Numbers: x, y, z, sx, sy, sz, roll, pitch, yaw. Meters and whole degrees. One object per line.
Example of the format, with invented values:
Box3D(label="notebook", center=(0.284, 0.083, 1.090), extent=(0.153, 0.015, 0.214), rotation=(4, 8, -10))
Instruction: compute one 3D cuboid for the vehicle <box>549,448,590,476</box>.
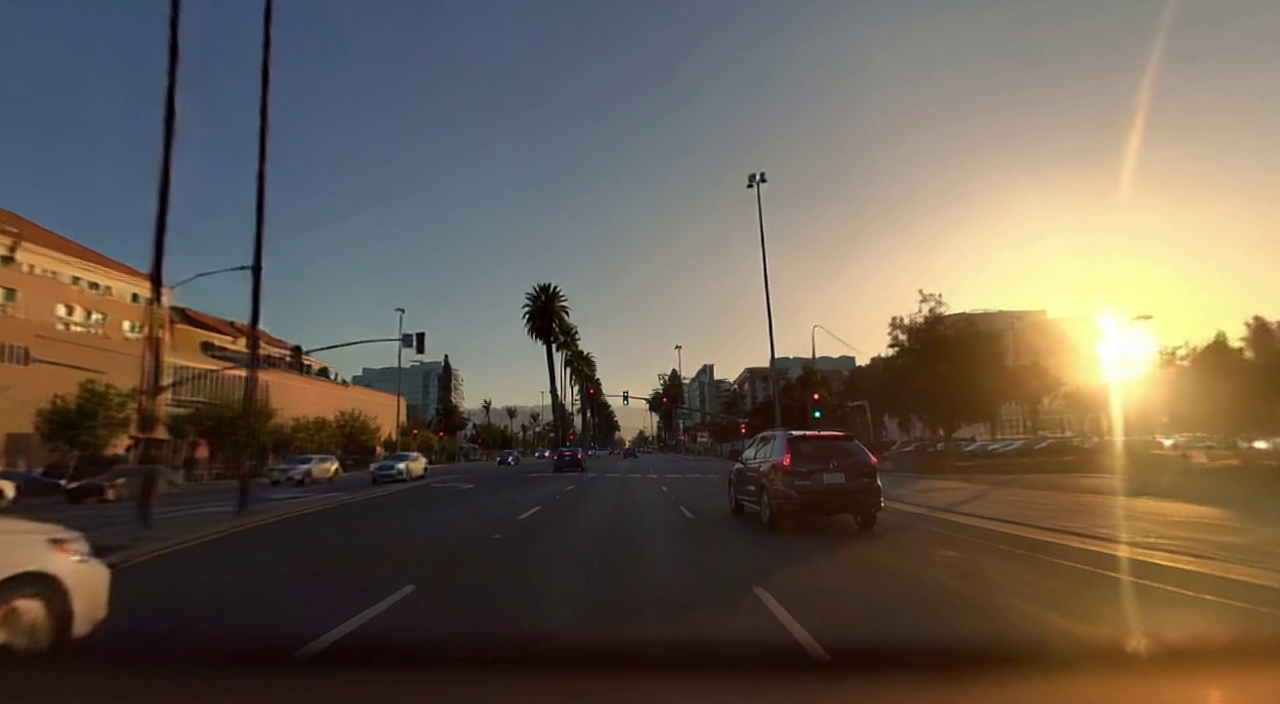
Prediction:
Box3D(label="vehicle", center=(-4.073, 6.380, 36.918), extent=(2.034, 1.498, 3.995), rotation=(0, -9, -2))

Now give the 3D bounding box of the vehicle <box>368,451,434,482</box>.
Box3D(label="vehicle", center=(-13.027, 6.270, 34.765), extent=(1.963, 1.545, 4.320), rotation=(0, -9, -1))

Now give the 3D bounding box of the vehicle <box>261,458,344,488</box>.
Box3D(label="vehicle", center=(-18.957, 6.777, 35.778), extent=(2.056, 1.504, 4.787), rotation=(0, -9, 0))

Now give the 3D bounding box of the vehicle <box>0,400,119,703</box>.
Box3D(label="vehicle", center=(-3.992, 0.816, 1.558), extent=(2.063, 1.578, 3.915), rotation=(0, -9, -1))

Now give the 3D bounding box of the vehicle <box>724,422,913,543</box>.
Box3D(label="vehicle", center=(2.857, 2.210, 11.296), extent=(1.982, 1.711, 4.276), rotation=(0, -9, -2))

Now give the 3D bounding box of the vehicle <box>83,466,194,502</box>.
Box3D(label="vehicle", center=(-23.382, 6.151, 29.660), extent=(1.752, 1.430, 4.078), rotation=(-1, -9, 2))
